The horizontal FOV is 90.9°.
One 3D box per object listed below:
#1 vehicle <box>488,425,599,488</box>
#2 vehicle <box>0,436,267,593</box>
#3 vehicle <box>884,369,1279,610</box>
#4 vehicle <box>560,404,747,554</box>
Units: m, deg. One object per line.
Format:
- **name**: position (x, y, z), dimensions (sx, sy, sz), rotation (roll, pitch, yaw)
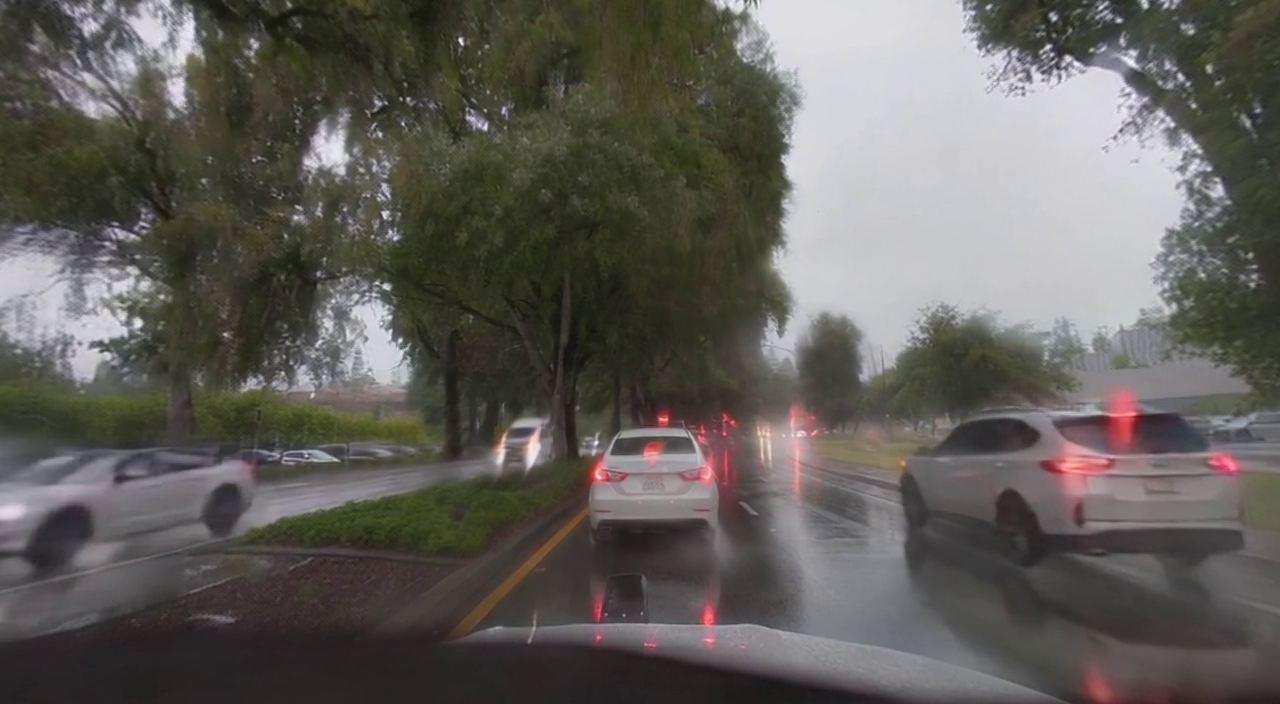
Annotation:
- **vehicle**: position (-2.941, 3.340, 20.467), dimensions (2.057, 1.786, 4.725), rotation (-2, -8, 11)
- **vehicle**: position (-7.036, 1.815, 7.789), dimensions (1.923, 1.492, 4.577), rotation (-1, -8, 2)
- **vehicle**: position (4.771, 1.429, 7.430), dimensions (2.059, 1.864, 4.700), rotation (2, -8, 2)
- **vehicle**: position (0.197, 1.773, 9.434), dimensions (2.154, 1.710, 4.128), rotation (-1, -8, 1)
